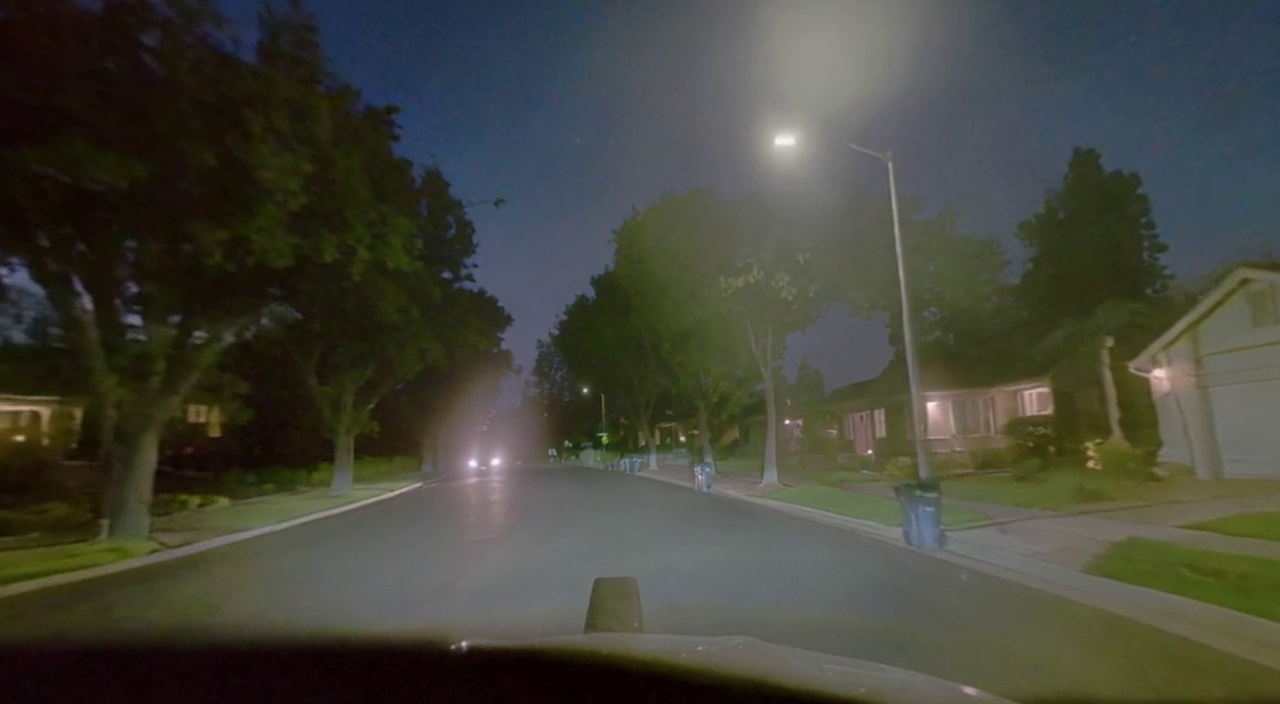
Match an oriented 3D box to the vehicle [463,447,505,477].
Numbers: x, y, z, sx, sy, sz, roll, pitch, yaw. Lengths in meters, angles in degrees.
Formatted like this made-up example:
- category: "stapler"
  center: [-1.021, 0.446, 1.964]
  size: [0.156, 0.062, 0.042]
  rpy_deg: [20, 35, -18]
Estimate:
- category: "vehicle"
  center: [-9.729, 6.867, 39.735]
  size: [2.217, 1.751, 4.763]
  rpy_deg: [1, -9, -10]
